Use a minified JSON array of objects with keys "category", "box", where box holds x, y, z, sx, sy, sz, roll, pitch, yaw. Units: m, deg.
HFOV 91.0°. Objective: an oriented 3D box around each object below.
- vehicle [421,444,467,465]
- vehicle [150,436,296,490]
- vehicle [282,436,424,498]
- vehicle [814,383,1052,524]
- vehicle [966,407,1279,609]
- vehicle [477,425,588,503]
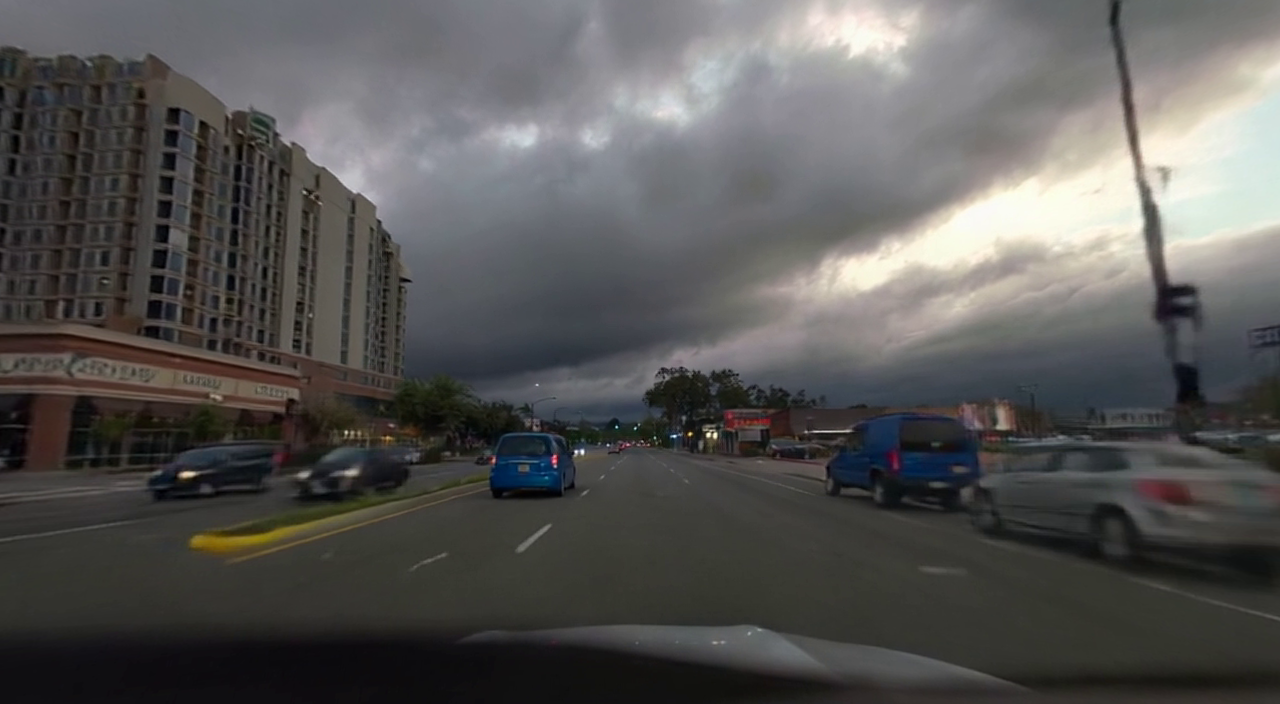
[{"category":"vehicle","box":[-14.459,7.566,46.663,1.909,1.490,4.531,0,-8,1]},{"category":"vehicle","box":[-14.602,3.882,22.411,1.993,1.710,4.520,0,-8,1]},{"category":"vehicle","box":[-7.830,3.156,17.677,1.990,1.513,4.176,0,-8,0]},{"category":"vehicle","box":[6.268,2.321,14.760,2.642,2.582,6.157,0,-8,1]},{"category":"vehicle","box":[6.431,1.727,8.034,1.942,1.753,4.912,0,-8,1]},{"category":"vehicle","box":[-2.561,2.788,16.024,2.080,1.722,3.766,0,-8,1]}]
